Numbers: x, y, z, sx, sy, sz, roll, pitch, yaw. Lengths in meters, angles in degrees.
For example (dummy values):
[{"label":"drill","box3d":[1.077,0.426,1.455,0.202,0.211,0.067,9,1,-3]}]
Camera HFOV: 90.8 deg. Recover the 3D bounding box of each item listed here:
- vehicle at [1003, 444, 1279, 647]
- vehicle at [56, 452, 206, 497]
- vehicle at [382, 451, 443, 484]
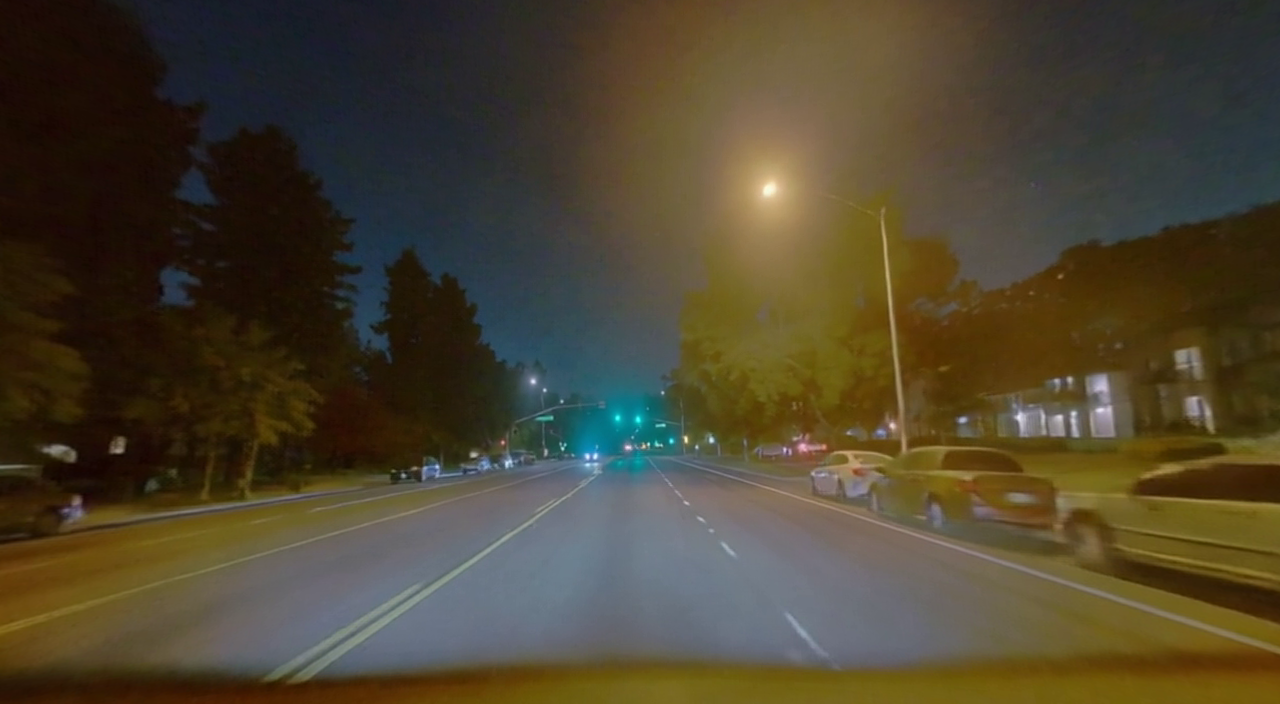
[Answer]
[{"label":"vehicle","box3d":[5.582,1.587,5.757,1.875,1.466,4.355,0,-9,-1]},{"label":"vehicle","box3d":[-20.853,4.999,26.037,4.417,1.754,1.946,0,-9,-1]},{"label":"vehicle","box3d":[-13.005,6.619,36.418,1.916,1.754,4.337,0,-9,-1]}]
